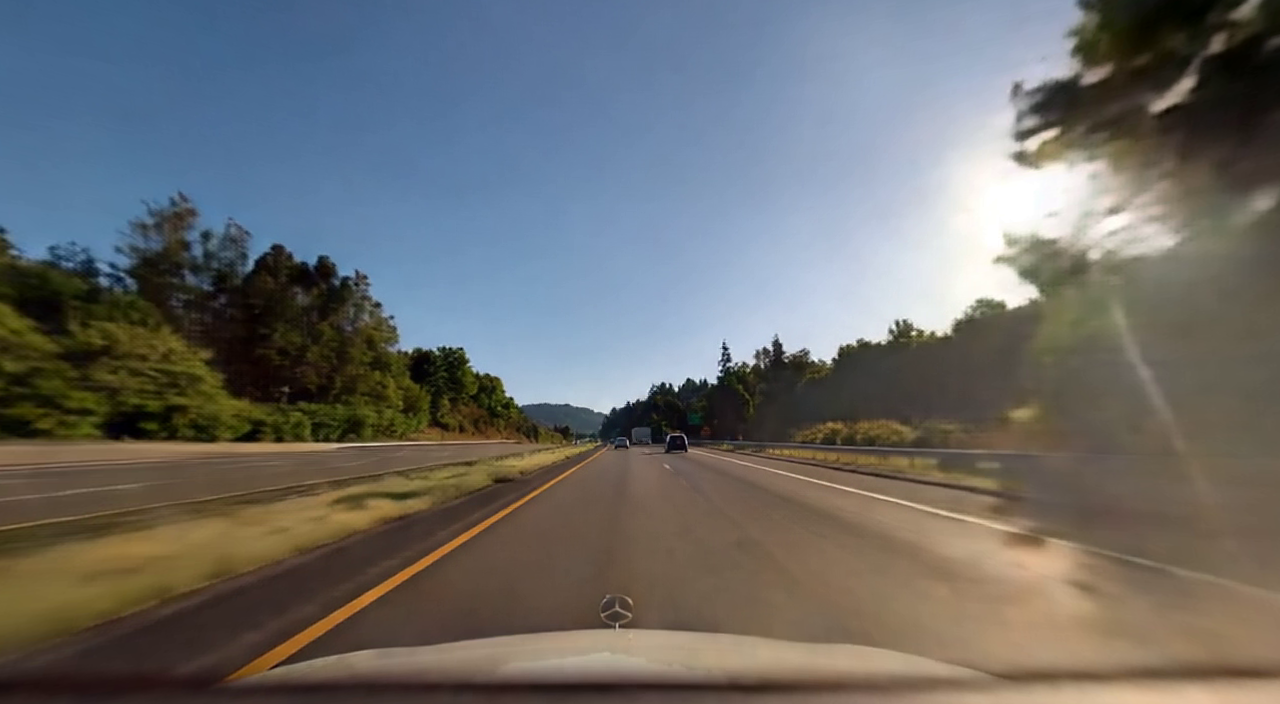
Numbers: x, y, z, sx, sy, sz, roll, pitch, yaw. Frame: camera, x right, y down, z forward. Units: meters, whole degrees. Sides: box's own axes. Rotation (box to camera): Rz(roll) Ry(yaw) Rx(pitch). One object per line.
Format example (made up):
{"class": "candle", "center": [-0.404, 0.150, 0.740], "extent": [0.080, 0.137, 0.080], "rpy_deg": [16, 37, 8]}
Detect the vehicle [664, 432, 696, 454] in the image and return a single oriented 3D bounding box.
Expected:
{"class": "vehicle", "center": [3.087, 7.159, 49.882], "extent": [2.085, 1.681, 4.436], "rpy_deg": [0, -7, -2]}
